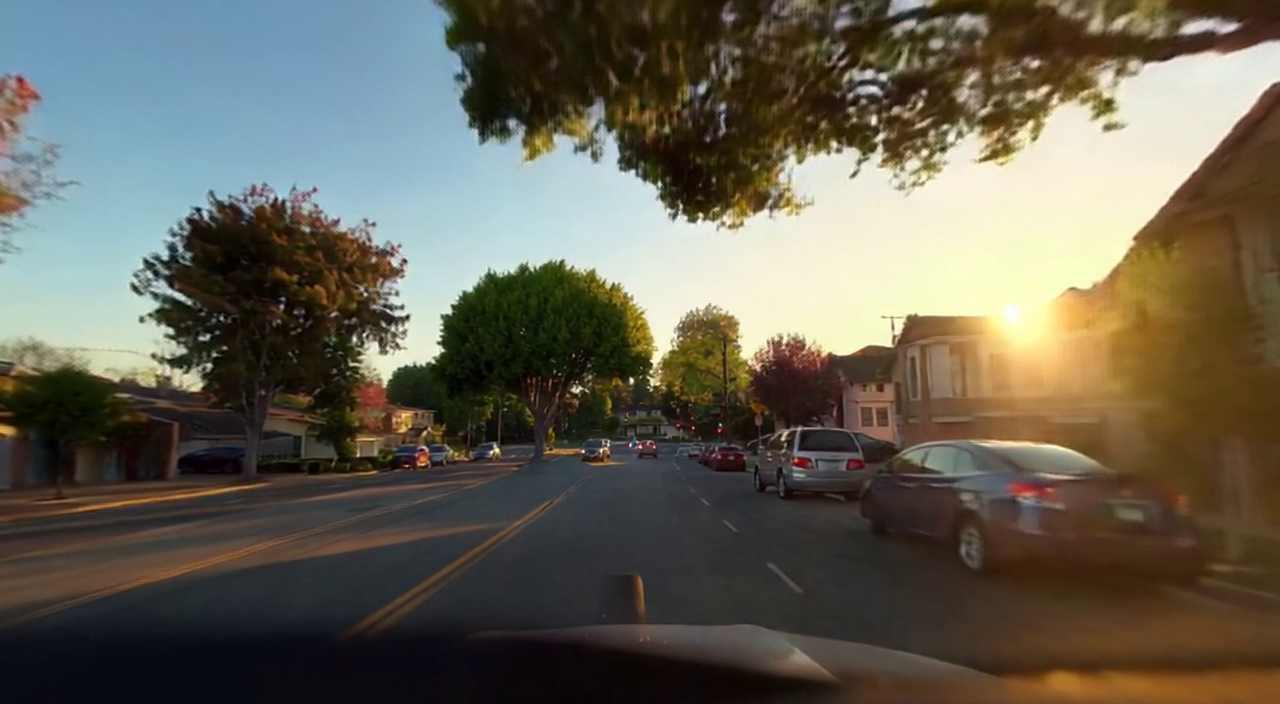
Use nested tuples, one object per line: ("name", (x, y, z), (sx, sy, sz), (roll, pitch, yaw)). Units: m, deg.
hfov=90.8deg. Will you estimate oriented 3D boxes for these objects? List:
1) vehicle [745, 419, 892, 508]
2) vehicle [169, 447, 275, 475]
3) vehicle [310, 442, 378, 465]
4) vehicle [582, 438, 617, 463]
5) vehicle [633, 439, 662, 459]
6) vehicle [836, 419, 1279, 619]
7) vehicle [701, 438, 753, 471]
("vehicle", (4.002, 2.601, 15.100), (2.069, 1.780, 4.480), (0, -8, -1))
("vehicle", (-22.343, 5.834, 33.874), (4.397, 1.423, 1.789), (0, -8, 2))
("vehicle", (-22.144, 7.596, 47.314), (4.091, 1.614, 1.910), (0, -8, -1))
("vehicle", (-2.559, 6.388, 40.941), (1.986, 1.508, 4.261), (0, -8, 0))
("vehicle", (0.573, 7.430, 48.463), (2.081, 1.475, 4.361), (0, -8, 0))
("vehicle", (3.934, 1.584, 7.043), (1.956, 1.468, 4.524), (0, -8, -1))
("vehicle", (4.191, 5.016, 31.163), (1.964, 1.485, 4.454), (0, -8, 0))
